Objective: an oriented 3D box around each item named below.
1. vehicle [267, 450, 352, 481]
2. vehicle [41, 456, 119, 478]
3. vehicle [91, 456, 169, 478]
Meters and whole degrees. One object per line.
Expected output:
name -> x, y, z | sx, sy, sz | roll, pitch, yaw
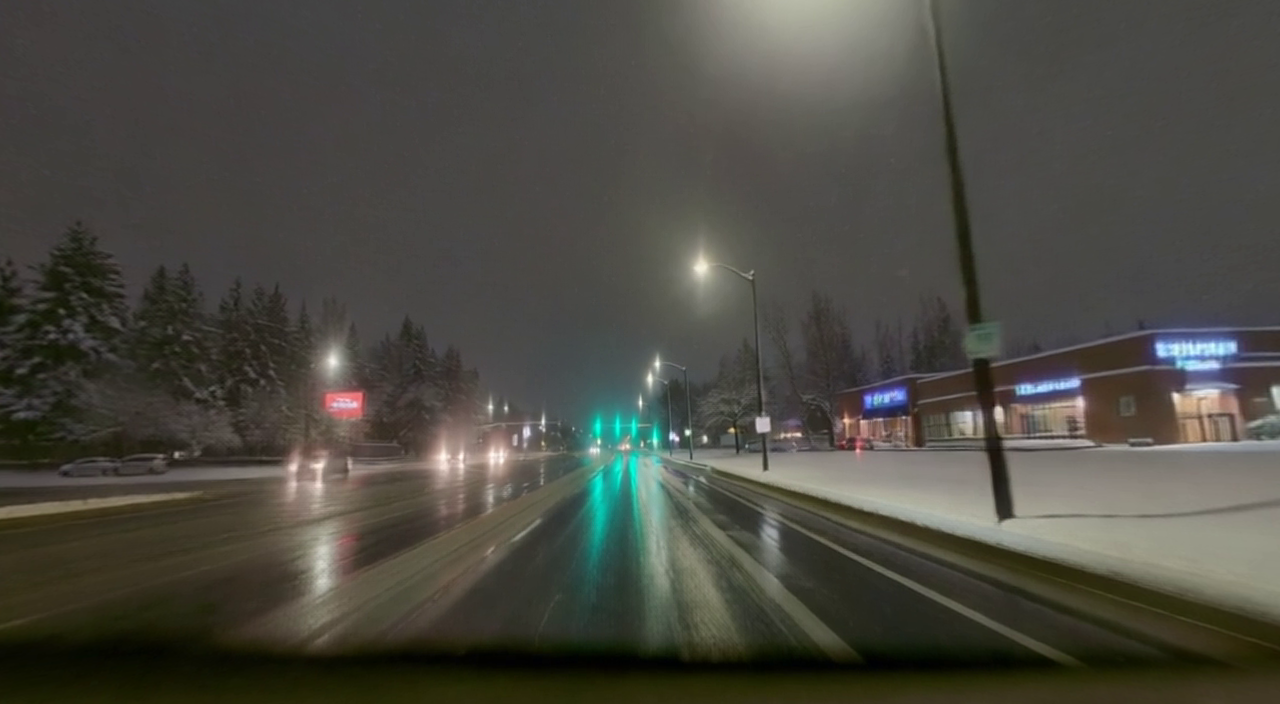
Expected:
vehicle -> -17.405, 5.957, 33.461 | 2.021, 1.507, 4.664 | 0, -9, -1
vehicle -> -42.447, 8.717, 47.832 | 1.818, 1.491, 4.263 | 0, -8, 3
vehicle -> -38.289, 8.630, 47.402 | 1.844, 1.492, 4.374 | -1, -9, 9
